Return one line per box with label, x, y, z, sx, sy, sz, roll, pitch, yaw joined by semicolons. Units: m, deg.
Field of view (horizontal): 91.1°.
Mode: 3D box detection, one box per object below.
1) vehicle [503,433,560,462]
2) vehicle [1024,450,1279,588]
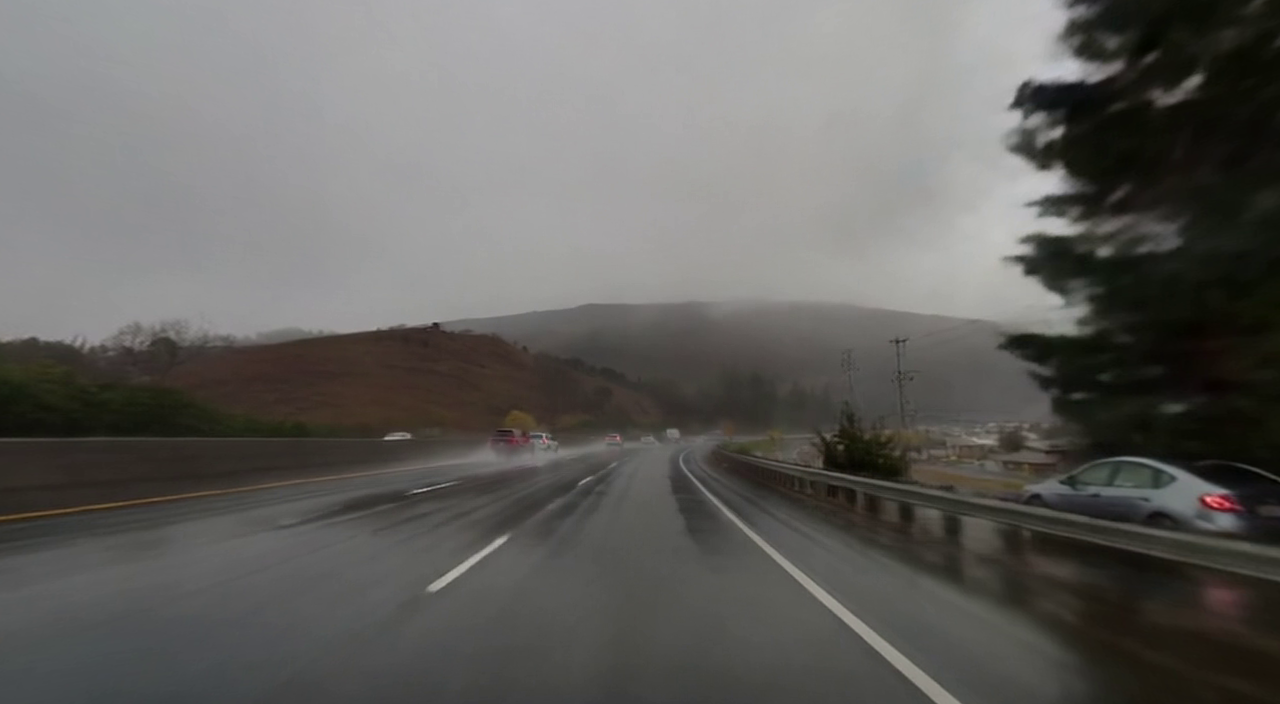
vehicle;-5.903;5.266;34.595;2.010;1.489;4.456;0;-9;5
vehicle;10.358;2.934;12.158;2.325;1.972;5.577;1;-9;0
